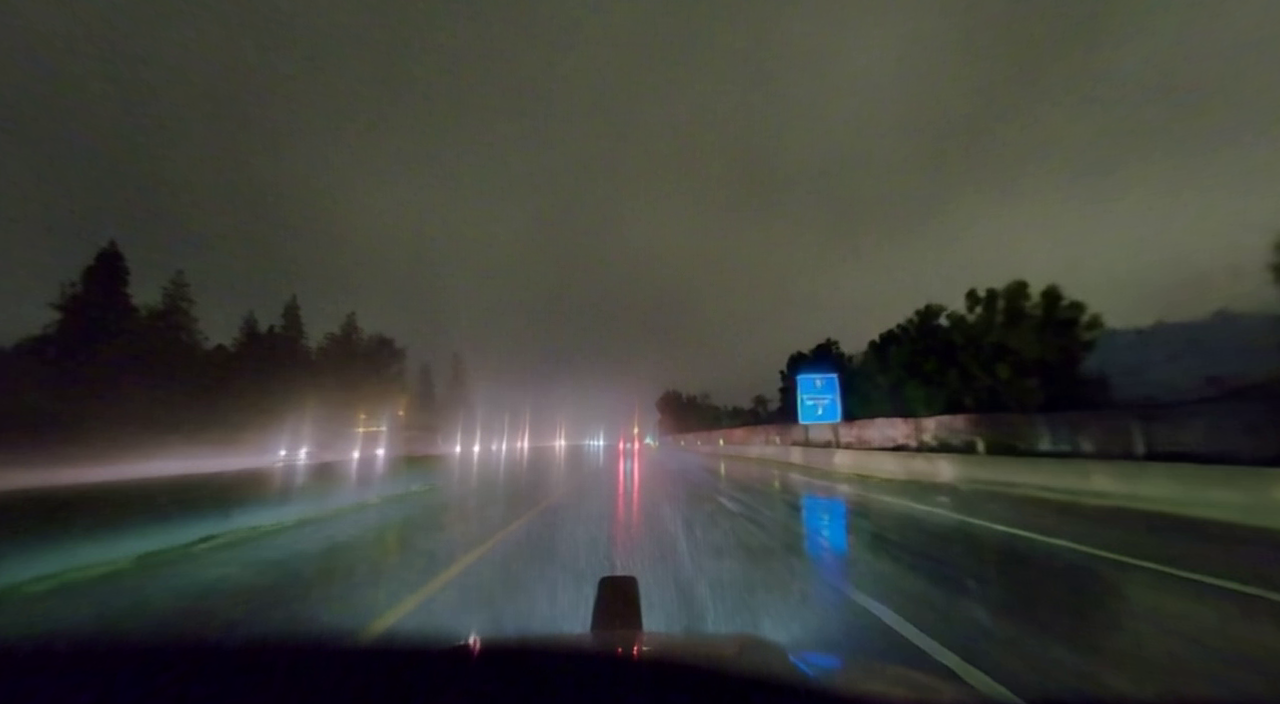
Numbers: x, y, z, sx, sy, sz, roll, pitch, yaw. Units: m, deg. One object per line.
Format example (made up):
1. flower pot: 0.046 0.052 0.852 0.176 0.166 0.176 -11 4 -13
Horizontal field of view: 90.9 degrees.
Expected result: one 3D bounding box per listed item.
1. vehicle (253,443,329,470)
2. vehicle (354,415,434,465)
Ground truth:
1. vehicle: -20.305 6.051 36.908 1.961 1.430 4.442 0 -8 0
2. vehicle: -16.541 5.951 42.966 2.477 3.099 7.368 0 -8 0
